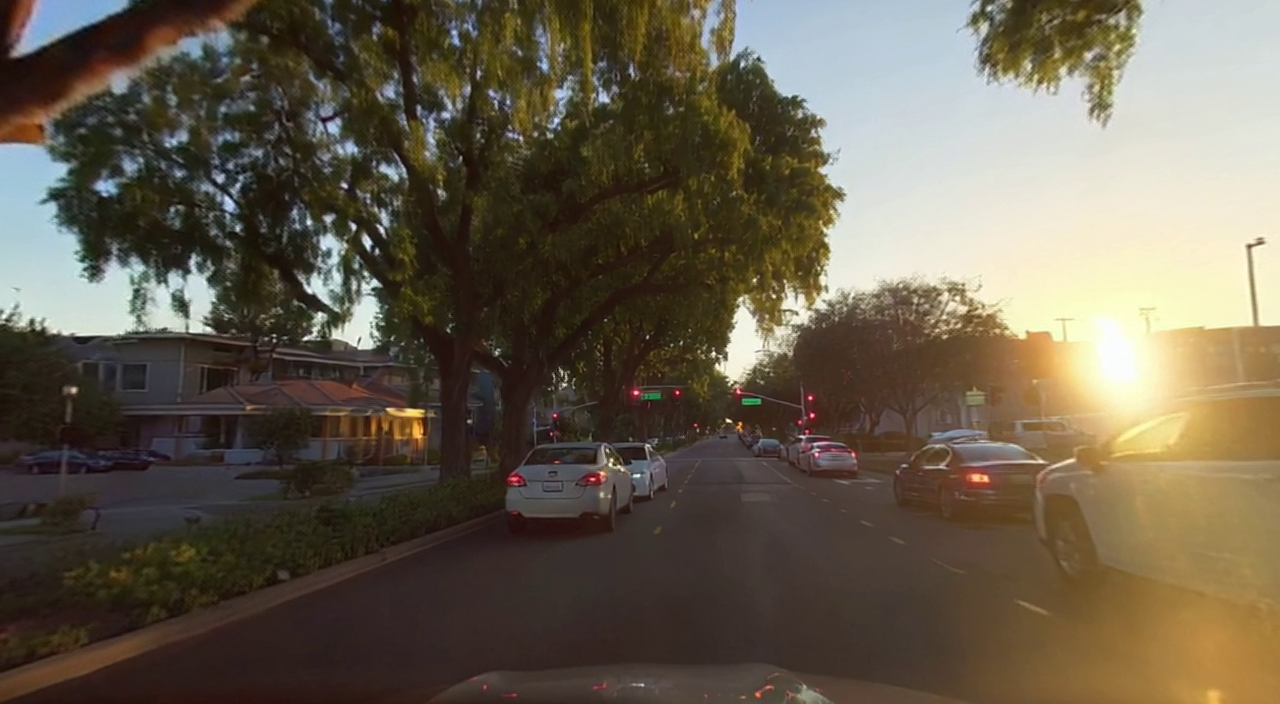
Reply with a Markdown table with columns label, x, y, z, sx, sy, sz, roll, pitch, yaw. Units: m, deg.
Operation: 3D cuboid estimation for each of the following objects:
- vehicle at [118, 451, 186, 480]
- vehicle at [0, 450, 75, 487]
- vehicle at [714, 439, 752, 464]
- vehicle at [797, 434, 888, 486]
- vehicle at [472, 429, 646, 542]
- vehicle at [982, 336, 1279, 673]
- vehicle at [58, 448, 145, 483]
| label | x | y | z | sx | sy | sz | roll | pitch | yaw |
| --- | --- | --- | --- | --- | --- | --- | --- | --- | --- |
| vehicle | -26.109 | 6.035 | 33.765 | 3.527 | 1.390 | 1.681 | -6 | -10 | 33 |
| vehicle | -27.203 | 5.184 | 28.431 | 3.865 | 1.499 | 1.804 | -6 | -11 | 37 |
| vehicle | 5.635 | 6.101 | 38.852 | 2.095 | 1.473 | 4.301 | -1 | -8 | 6 |
| vehicle | 6.490 | 3.504 | 20.784 | 1.910 | 1.493 | 4.490 | -1 | -8 | 6 |
| vehicle | -1.080 | 2.112 | 10.723 | 1.968 | 1.497 | 4.286 | -1 | -8 | 6 |
| vehicle | 4.903 | 0.992 | 4.398 | 2.324 | 1.907 | 5.634 | -1 | -8 | 6 |
| vehicle | -26.671 | 5.550 | 31.266 | 4.127 | 1.583 | 1.978 | -5 | -10 | 32 |
